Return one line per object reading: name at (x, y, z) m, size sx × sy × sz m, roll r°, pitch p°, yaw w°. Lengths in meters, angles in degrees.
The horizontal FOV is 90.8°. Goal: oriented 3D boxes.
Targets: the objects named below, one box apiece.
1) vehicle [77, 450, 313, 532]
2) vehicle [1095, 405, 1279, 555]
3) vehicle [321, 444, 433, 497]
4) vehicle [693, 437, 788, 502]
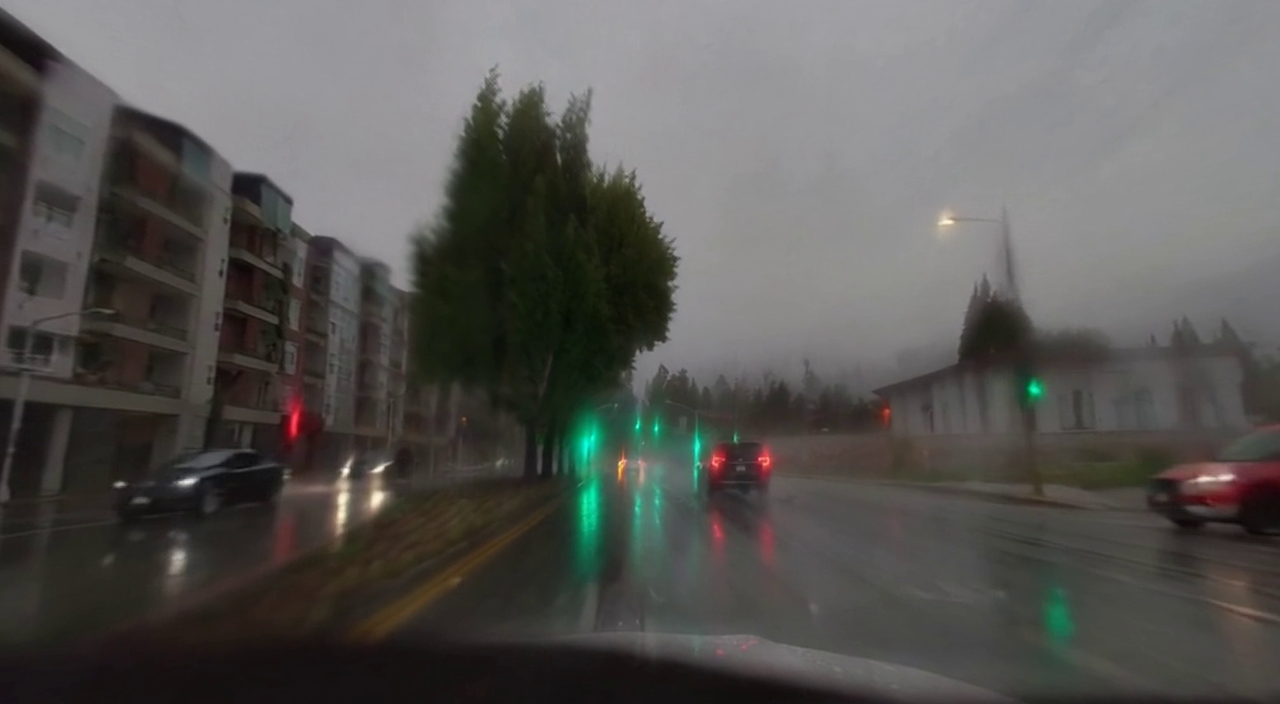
vehicle at (-9.377, 2.906, 13.911) m, size 1.905 × 1.451 × 4.425 m, roll 0°, pitch -8°, yaw 1°
vehicle at (10.275, 1.821, 9.289) m, size 5.208 × 1.958 × 2.237 m, roll -1°, pitch -8°, yaw 8°
vehicle at (-9.559, 4.311, 23.520) m, size 1.939 × 1.744 × 5.079 m, roll 0°, pitch -8°, yaw 0°
vehicle at (3.101, 3.739, 20.608) m, size 2.129 × 1.844 × 4.767 m, roll 0°, pitch -8°, yaw -2°
